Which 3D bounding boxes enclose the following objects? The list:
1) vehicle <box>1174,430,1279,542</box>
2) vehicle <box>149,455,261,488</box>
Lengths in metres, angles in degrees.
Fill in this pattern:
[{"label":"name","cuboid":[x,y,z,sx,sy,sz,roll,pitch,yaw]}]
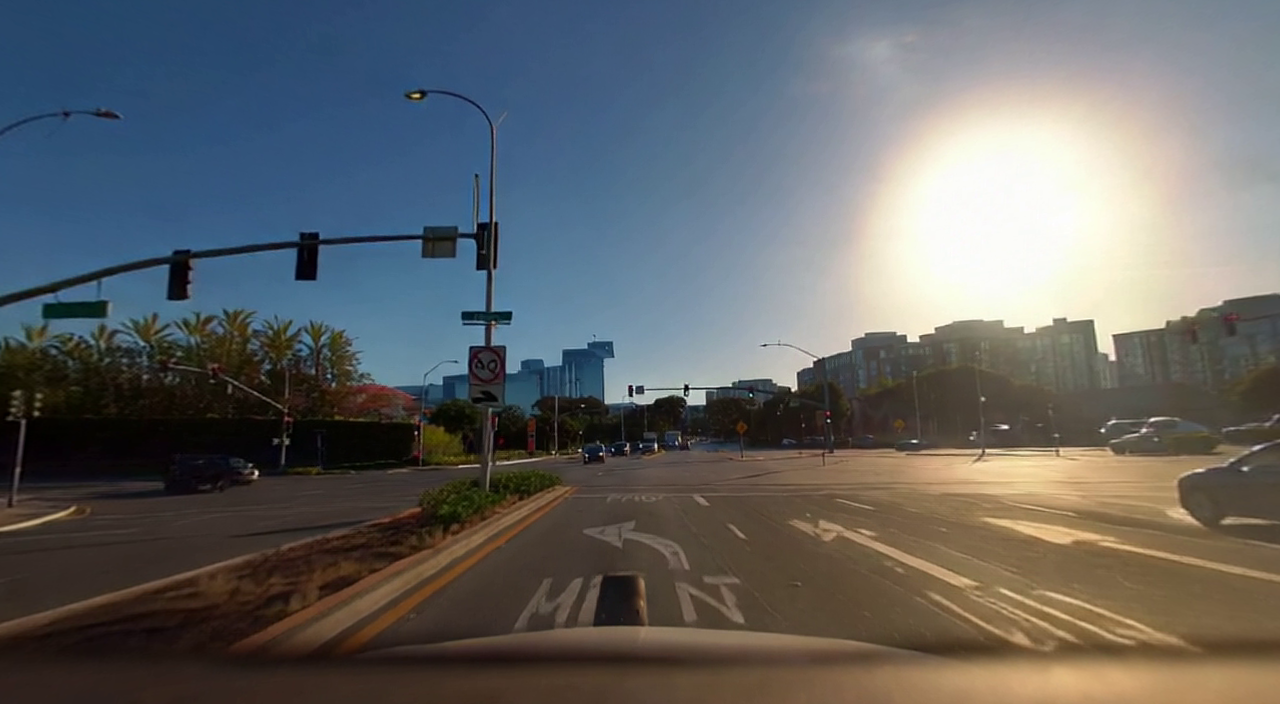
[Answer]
[{"label":"vehicle","cuboid":[9.701,1.734,8.012,1.933,1.500,4.458,0,-9,0]},{"label":"vehicle","cuboid":[-24.402,6.715,35.567,4.706,1.734,2.253,-1,-9,6]}]
